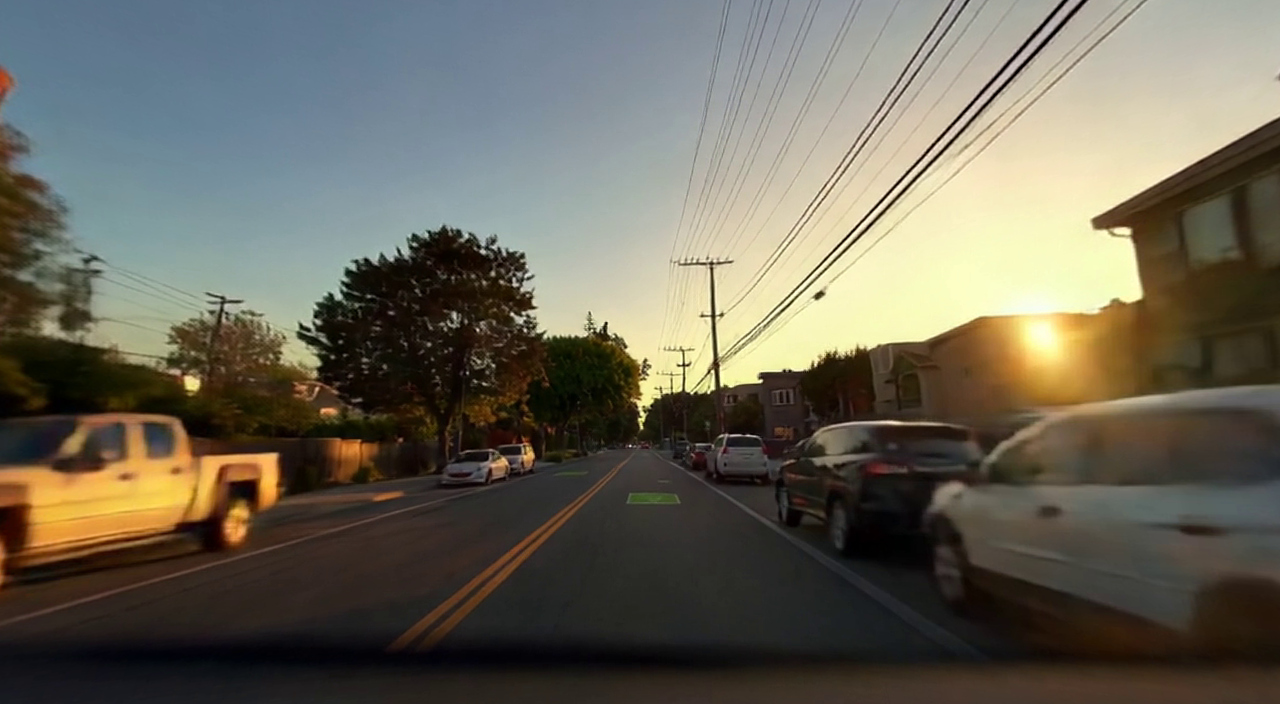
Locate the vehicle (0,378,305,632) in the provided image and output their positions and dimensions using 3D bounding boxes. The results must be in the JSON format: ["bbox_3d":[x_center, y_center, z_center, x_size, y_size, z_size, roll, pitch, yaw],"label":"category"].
[{"bbox_3d":[-6.518,1.592,7.584,2.270,2.098,5.130,-1,-7,-1],"label":"vehicle"}]

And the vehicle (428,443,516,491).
[{"bbox_3d":[-6.502,4.447,24.985,2.084,1.573,4.599,-2,-7,2],"label":"vehicle"}]

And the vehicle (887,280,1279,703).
[{"bbox_3d":[3.449,0.852,3.345,2.065,1.953,5.359,0,-8,0],"label":"vehicle"}]
